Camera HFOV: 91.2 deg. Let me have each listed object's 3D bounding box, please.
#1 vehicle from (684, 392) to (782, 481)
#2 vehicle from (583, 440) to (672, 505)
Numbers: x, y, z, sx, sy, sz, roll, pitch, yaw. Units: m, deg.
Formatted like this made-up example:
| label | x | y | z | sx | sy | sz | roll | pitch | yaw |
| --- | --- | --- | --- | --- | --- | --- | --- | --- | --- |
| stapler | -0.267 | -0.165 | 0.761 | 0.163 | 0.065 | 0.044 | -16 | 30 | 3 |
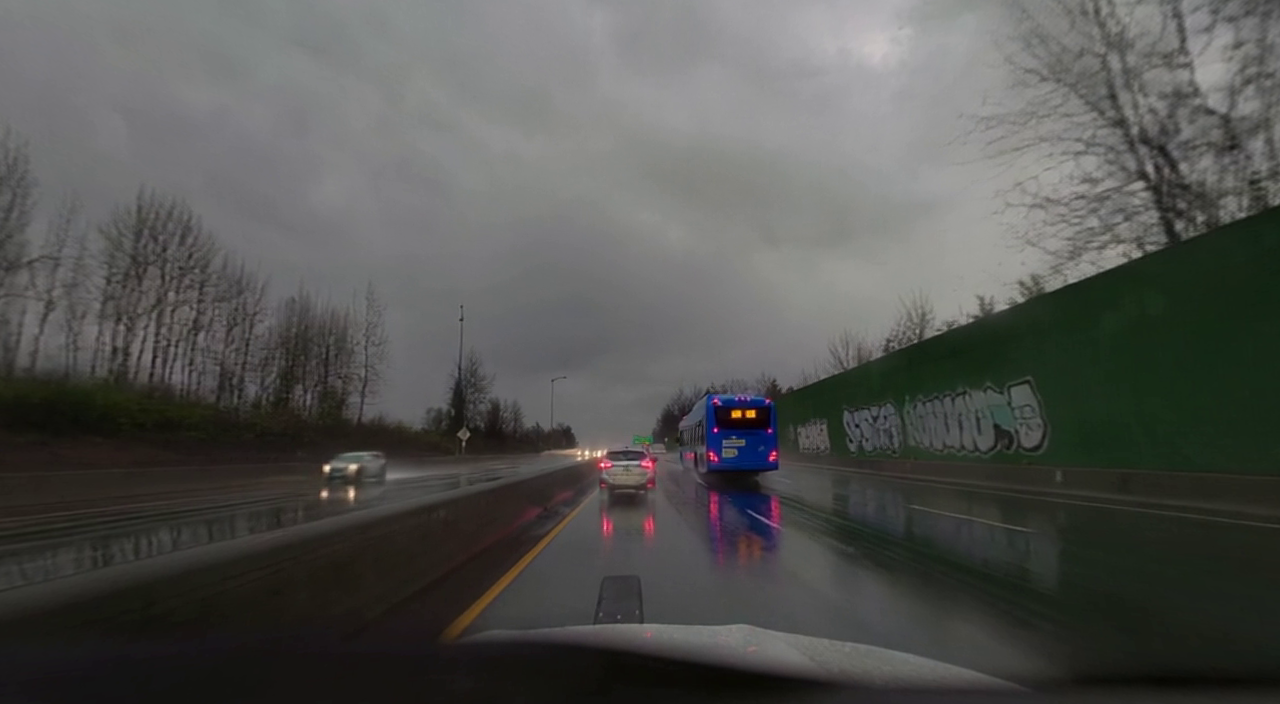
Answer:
| label | x | y | z | sx | sy | sz | roll | pitch | yaw |
| --- | --- | --- | --- | --- | --- | --- | --- | --- | --- |
| vehicle | 4.117 | 4.326 | 31.262 | 3.055 | 3.479 | 12.521 | -1 | -9 | 0 |
| vehicle | -0.289 | 3.240 | 17.235 | 2.160 | 1.532 | 4.073 | -1 | -9 | 1 |
